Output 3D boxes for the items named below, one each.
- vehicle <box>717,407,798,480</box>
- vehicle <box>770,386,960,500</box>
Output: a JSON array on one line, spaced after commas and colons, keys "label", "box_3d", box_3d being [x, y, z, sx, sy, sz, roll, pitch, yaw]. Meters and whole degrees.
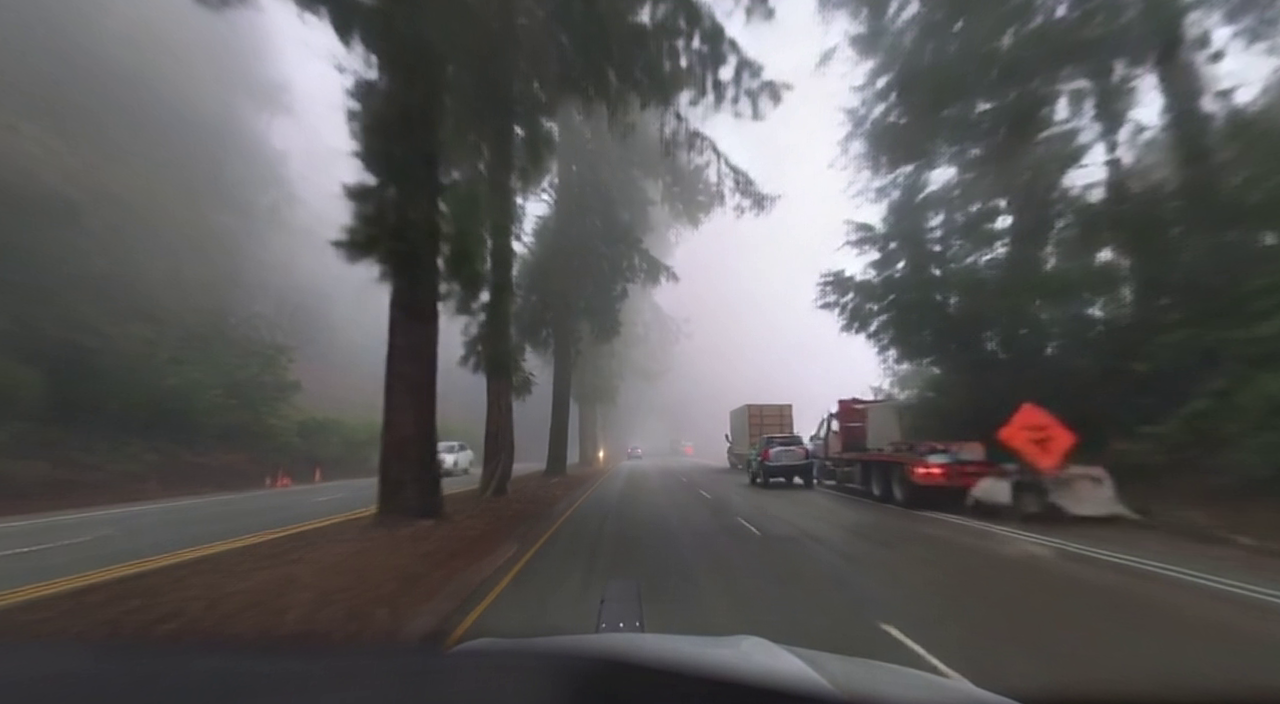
[{"label": "vehicle", "box_3d": [6.233, 5.095, 35.504, 2.664, 3.418, 11.107, 0, -8, 1]}, {"label": "vehicle", "box_3d": [6.452, 2.682, 18.702, 2.390, 2.899, 4.603, 6, -10, -35]}]
